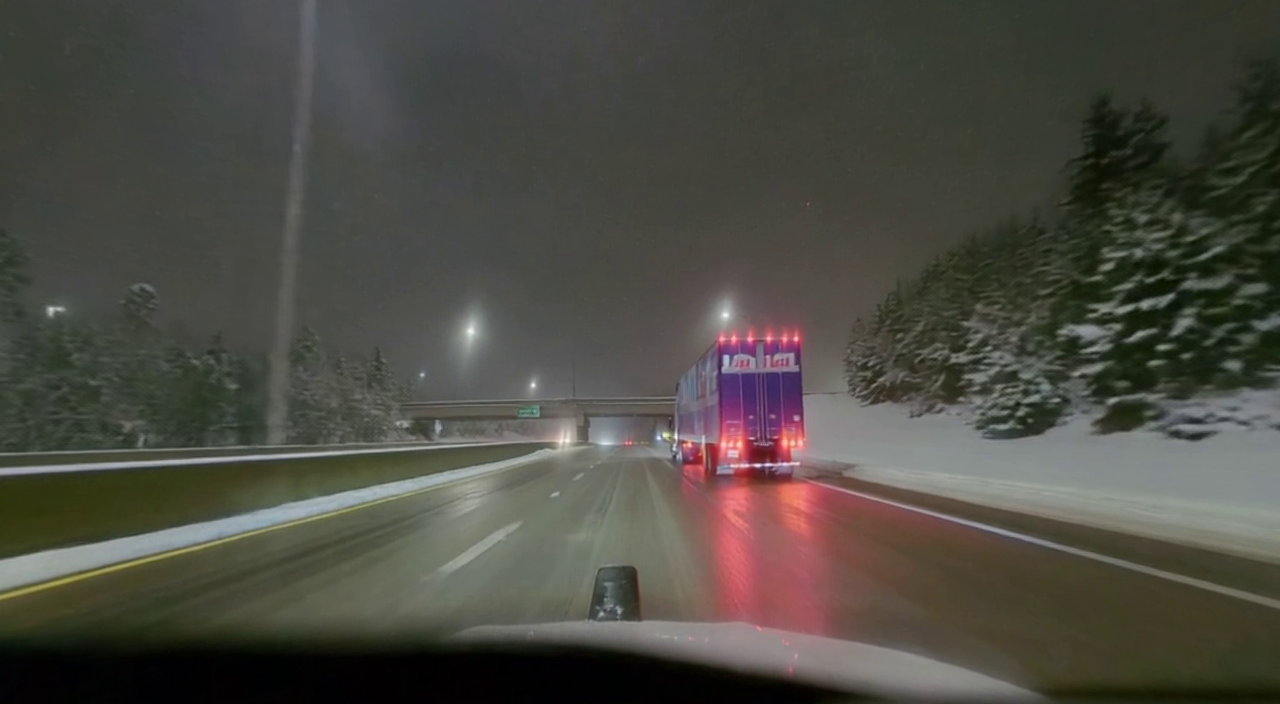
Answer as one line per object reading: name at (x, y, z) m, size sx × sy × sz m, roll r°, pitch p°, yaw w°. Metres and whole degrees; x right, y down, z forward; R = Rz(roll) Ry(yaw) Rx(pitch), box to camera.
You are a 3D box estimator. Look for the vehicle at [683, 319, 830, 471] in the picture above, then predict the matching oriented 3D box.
vehicle at (3.715, 2.152, 24.730) m, size 3.034 × 4.194 × 14.704 m, roll 0°, pitch -8°, yaw 0°
